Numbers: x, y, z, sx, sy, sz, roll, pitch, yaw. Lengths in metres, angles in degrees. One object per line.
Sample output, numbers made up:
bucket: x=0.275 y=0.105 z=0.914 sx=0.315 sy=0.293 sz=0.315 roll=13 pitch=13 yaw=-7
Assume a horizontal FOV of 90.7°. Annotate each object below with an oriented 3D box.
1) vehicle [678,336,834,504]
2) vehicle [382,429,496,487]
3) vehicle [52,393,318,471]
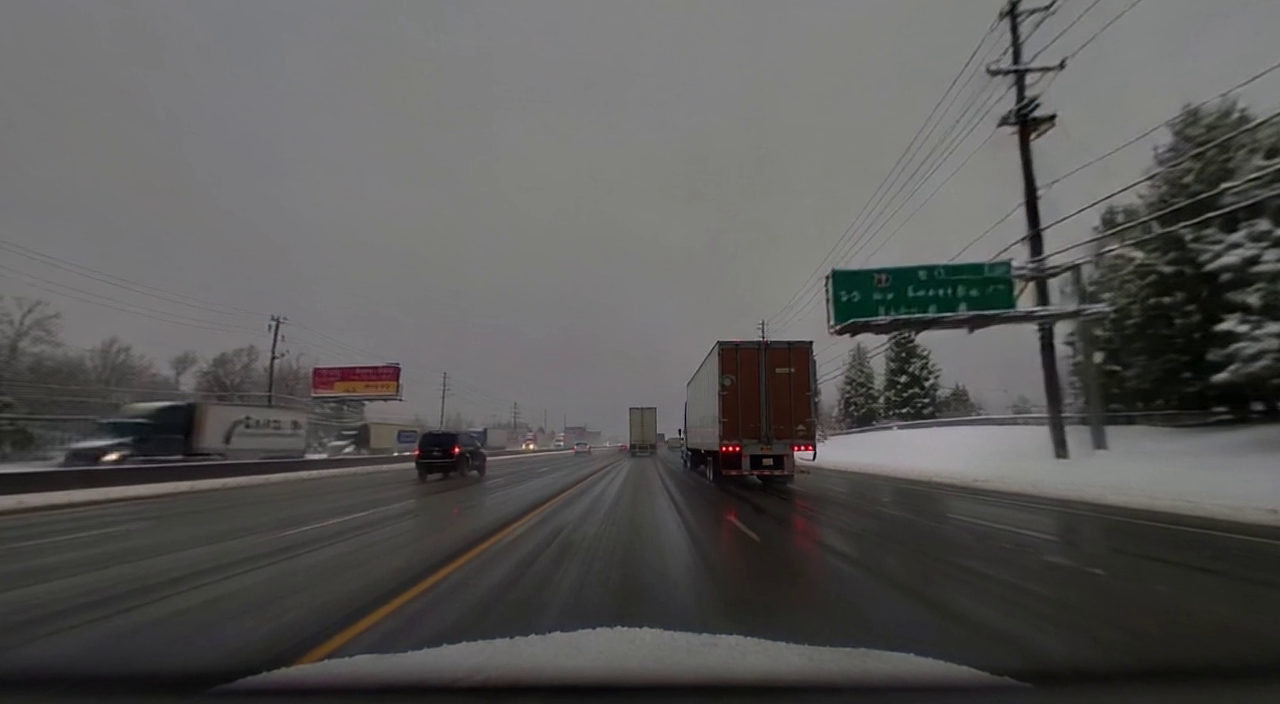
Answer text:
vehicle: x=3.358 y=2.874 z=24.008 sx=2.892 sy=4.152 sz=16.575 roll=0 pitch=-8 yaw=0
vehicle: x=-7.386 y=3.973 z=24.079 sx=2.425 sy=1.917 sz=5.647 roll=0 pitch=-9 yaw=1
vehicle: x=-24.862 y=4.879 z=37.095 sx=2.825 sy=3.528 sz=17.027 roll=0 pitch=-9 yaw=1
